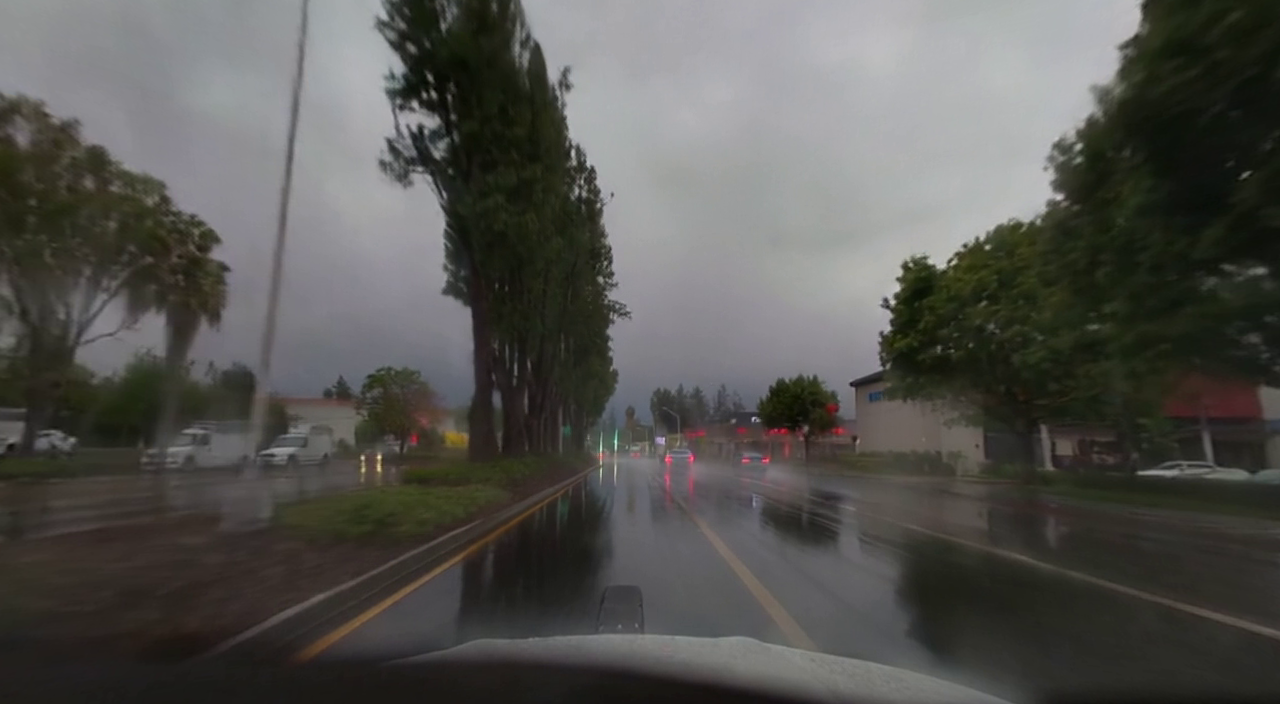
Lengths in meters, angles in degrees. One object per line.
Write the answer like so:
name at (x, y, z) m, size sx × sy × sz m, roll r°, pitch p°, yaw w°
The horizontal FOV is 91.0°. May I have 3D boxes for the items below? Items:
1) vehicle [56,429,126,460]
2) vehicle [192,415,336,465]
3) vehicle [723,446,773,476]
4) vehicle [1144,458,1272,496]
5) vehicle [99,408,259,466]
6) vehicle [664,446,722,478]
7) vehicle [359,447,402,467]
vehicle at (-41.156, 6.955, 47.281) m, size 2.149 × 2.227 × 3.723 m, roll 2°, pitch -8°, yaw -10°
vehicle at (-26.666, 6.325, 45.093) m, size 8.121 × 3.260 × 2.889 m, roll 3°, pitch -9°, yaw -12°
vehicle at (6.030, 6.092, 35.507) m, size 1.886 × 1.528 × 4.169 m, roll 1°, pitch -9°, yaw -3°
vehicle at (26.861, 5.899, 29.815) m, size 4.586 × 1.665 × 1.968 m, roll 2°, pitch -9°, yaw -10°
vehicle at (-27.107, 5.124, 37.427) m, size 6.822 × 3.138 × 2.979 m, roll 4°, pitch -9°, yaw -17°
vehicle at (2.523, 5.405, 31.145) m, size 2.256 × 1.451 × 4.313 m, roll 1°, pitch -9°, yaw -3°
vehicle at (-20.413, 8.245, 49.669) m, size 1.730 × 1.516 × 3.847 m, roll 1°, pitch -9°, yaw -1°
